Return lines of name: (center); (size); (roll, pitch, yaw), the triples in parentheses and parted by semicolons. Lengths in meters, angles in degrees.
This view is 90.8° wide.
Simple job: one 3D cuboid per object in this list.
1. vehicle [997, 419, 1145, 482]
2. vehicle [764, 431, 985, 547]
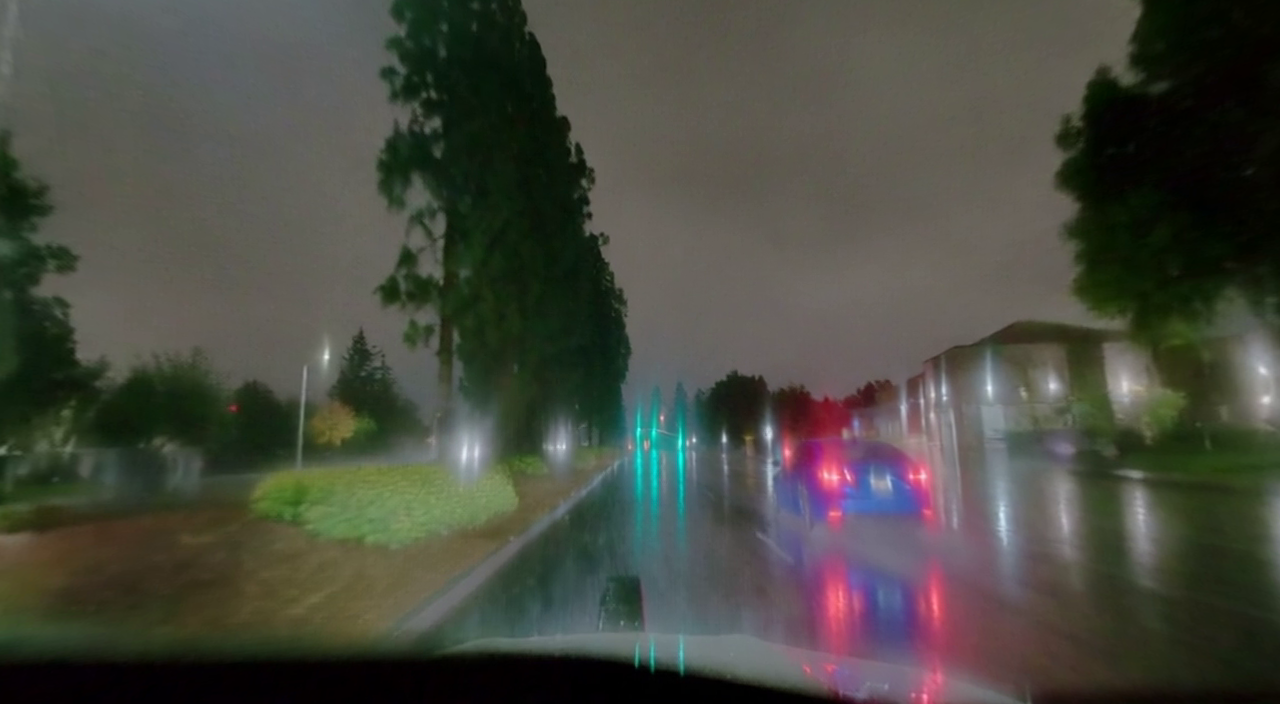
vehicle: (17.162, 3.968, 25.723); (2.868, 2.233, 6.035); (-2, -8, 13)
vehicle: (3.464, 2.082, 10.354); (1.950, 1.473, 4.259); (0, -8, 0)
